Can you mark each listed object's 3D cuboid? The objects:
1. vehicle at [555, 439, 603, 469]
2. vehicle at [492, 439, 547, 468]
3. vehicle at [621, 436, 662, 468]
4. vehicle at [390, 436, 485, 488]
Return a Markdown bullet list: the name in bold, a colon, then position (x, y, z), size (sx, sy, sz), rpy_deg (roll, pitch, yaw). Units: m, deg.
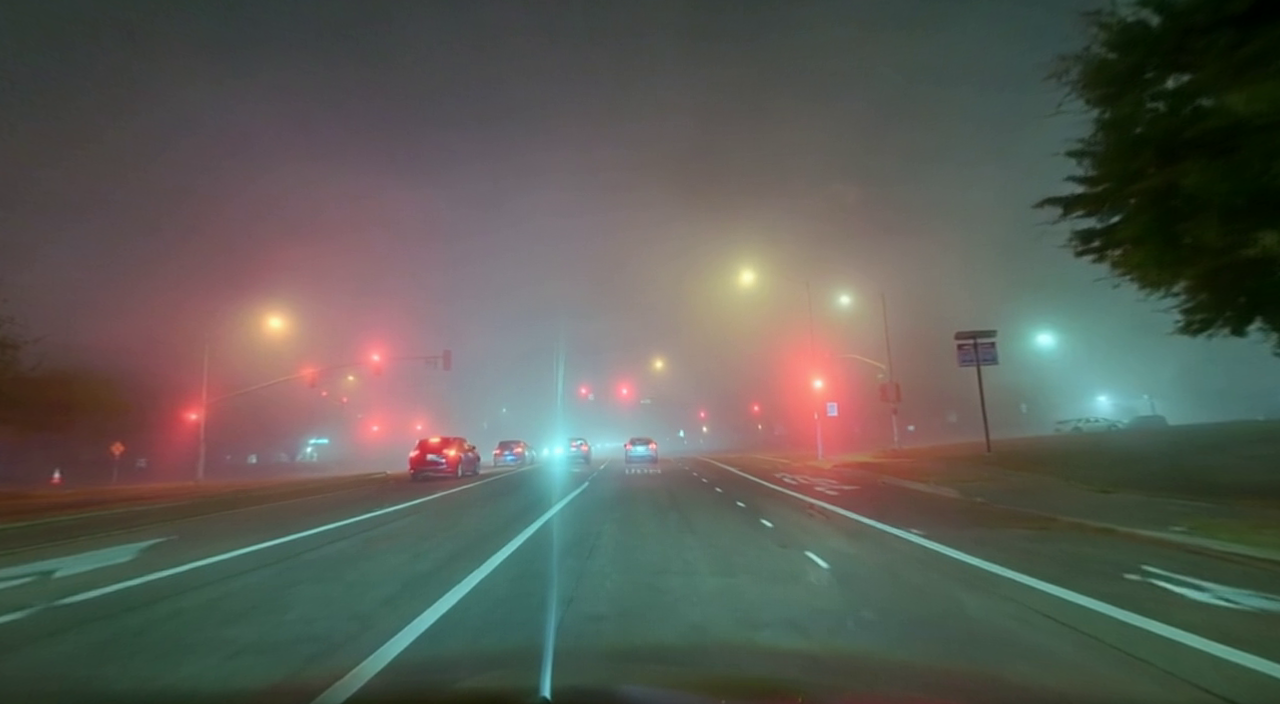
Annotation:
- **vehicle**: position (-3.011, 5.136, 32.016), size (1.946, 1.437, 4.154), rpy_deg (0, -8, 1)
- **vehicle**: position (-6.536, 5.552, 34.644), size (2.074, 1.447, 4.224), rpy_deg (0, -8, 2)
- **vehicle**: position (0.083, 5.081, 32.350), size (1.985, 1.521, 3.968), rpy_deg (0, -8, 1)
- **vehicle**: position (-6.799, 3.717, 21.694), size (1.869, 1.570, 4.064), rpy_deg (0, -8, 1)
